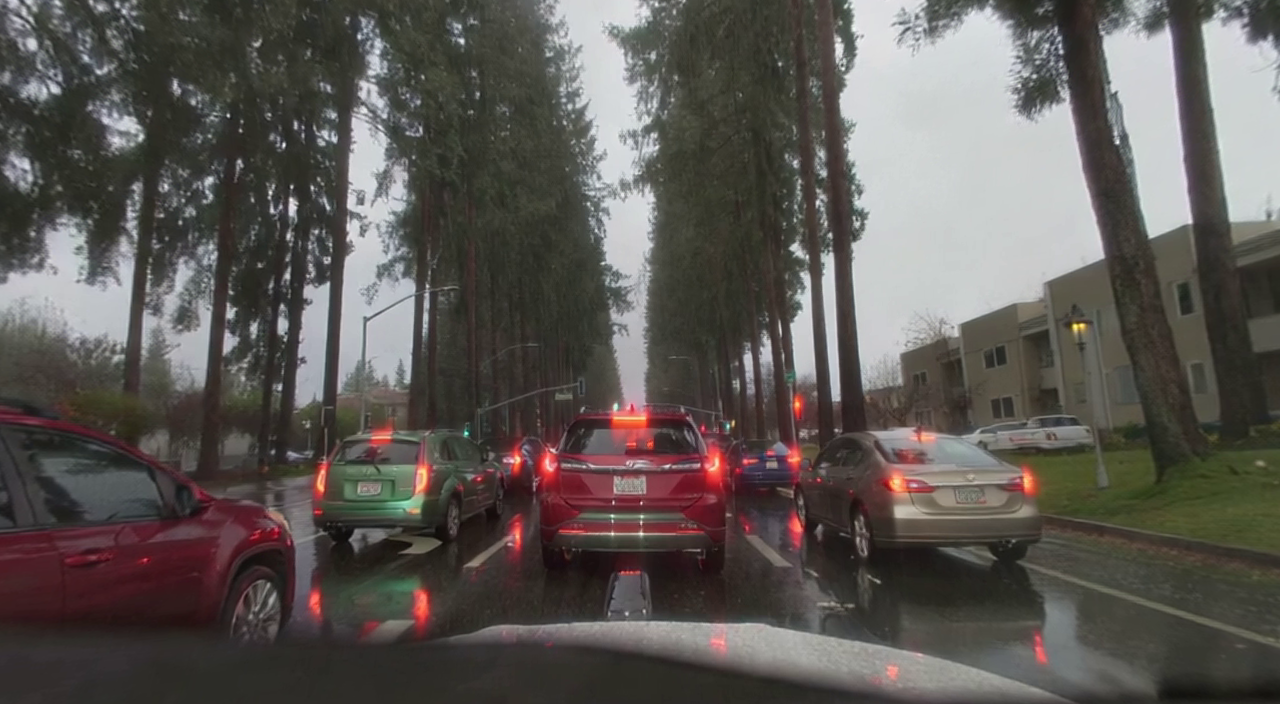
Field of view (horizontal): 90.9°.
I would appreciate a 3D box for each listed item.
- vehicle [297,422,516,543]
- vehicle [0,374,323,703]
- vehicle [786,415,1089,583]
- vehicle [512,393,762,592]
[{"bbox_3d":[-3.656,2.122,10.911,2.042,1.641,4.314,0,-8,1],"label":"vehicle"},{"bbox_3d":[-3.781,0.998,3.282,1.929,1.641,4.193,0,-8,2],"label":"vehicle"},{"bbox_3d":[3.256,1.668,7.865,1.922,1.579,3.642,0,-8,-1],"label":"vehicle"},{"bbox_3d":[-0.006,1.538,7.656,2.193,1.744,4.033,0,-8,1],"label":"vehicle"}]
